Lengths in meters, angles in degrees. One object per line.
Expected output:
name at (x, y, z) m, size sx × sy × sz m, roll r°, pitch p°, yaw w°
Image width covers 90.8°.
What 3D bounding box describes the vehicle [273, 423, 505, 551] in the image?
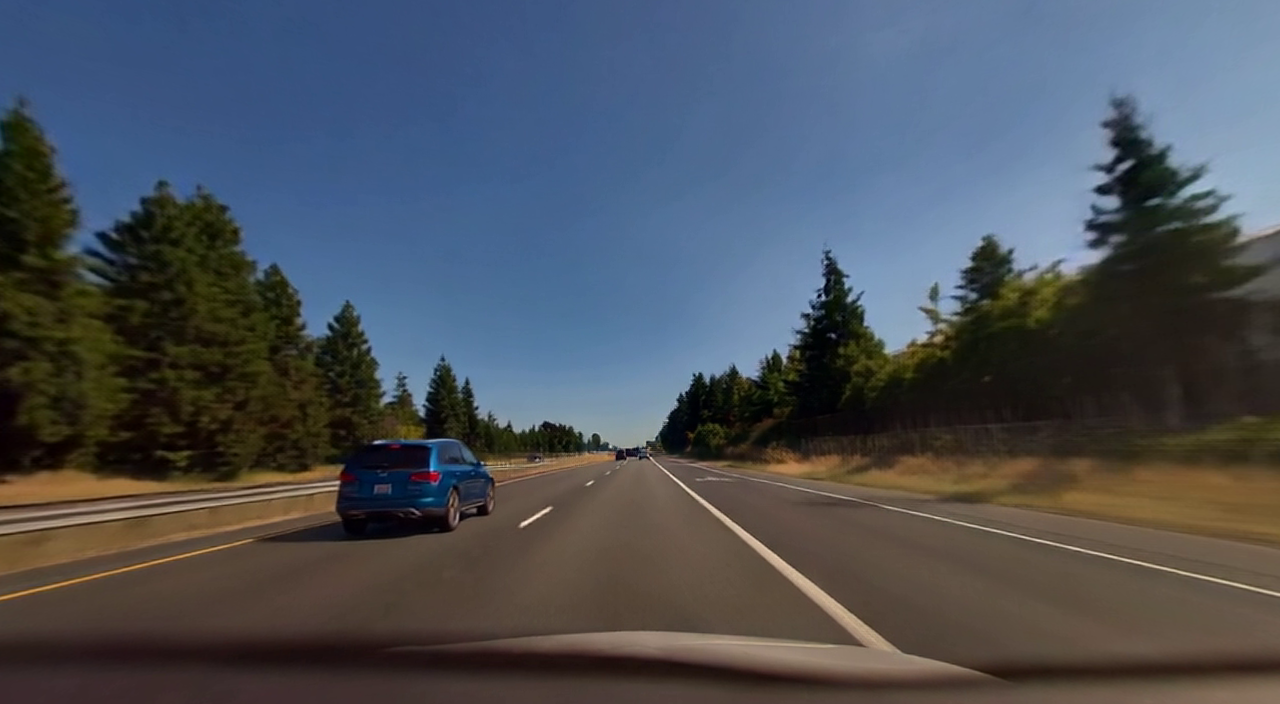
vehicle at (-3.953, 2.212, 11.051) m, size 2.110 × 1.727 × 4.607 m, roll 0°, pitch -9°, yaw 1°
